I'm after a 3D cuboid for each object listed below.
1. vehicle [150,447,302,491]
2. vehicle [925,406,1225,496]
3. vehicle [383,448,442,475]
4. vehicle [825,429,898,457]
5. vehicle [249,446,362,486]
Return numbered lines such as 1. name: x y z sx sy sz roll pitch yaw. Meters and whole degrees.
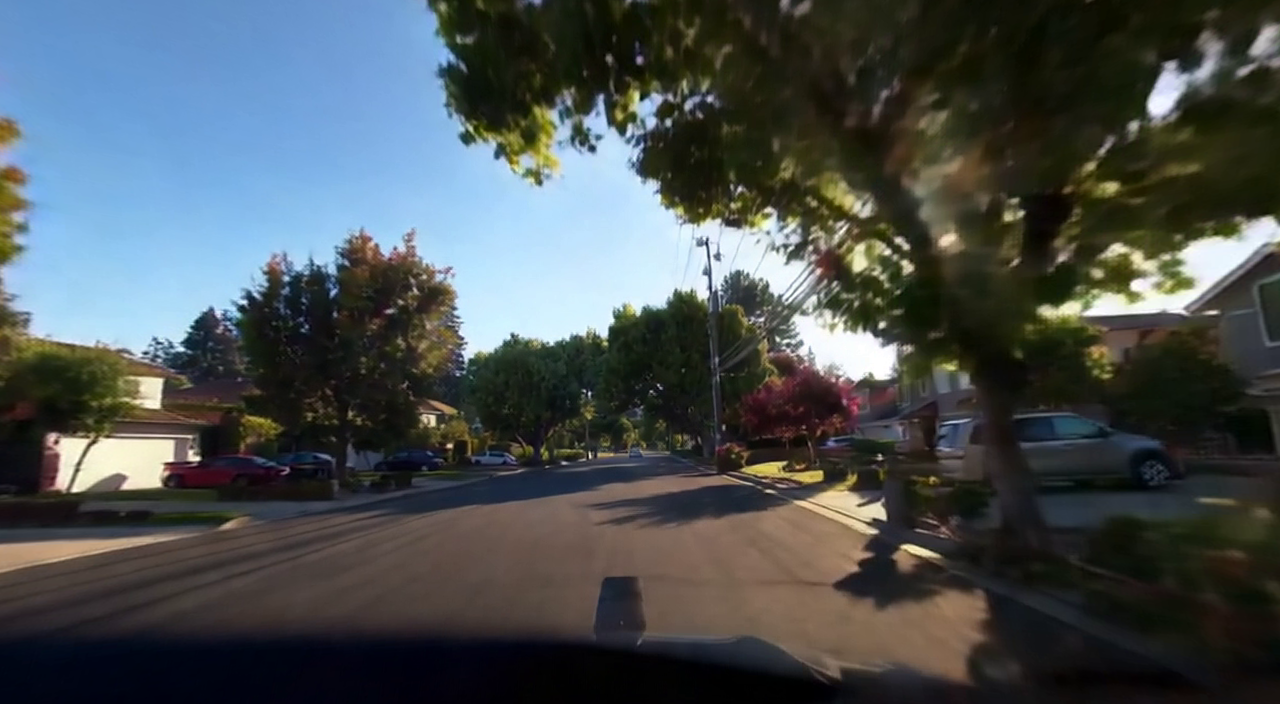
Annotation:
1. vehicle: -16.245 4.599 24.993 4.482 1.648 2.169 0 -9 1
2. vehicle: 9.683 2.252 14.454 5.273 1.868 2.070 0 -9 0
3. vehicle: -14.737 7.081 41.242 1.978 1.586 5.192 0 -9 0
4. vehicle: 15.246 6.333 43.701 4.373 1.759 2.093 0 -9 7
5. vehicle: -15.065 5.111 28.535 4.232 1.693 1.949 -2 -9 16
